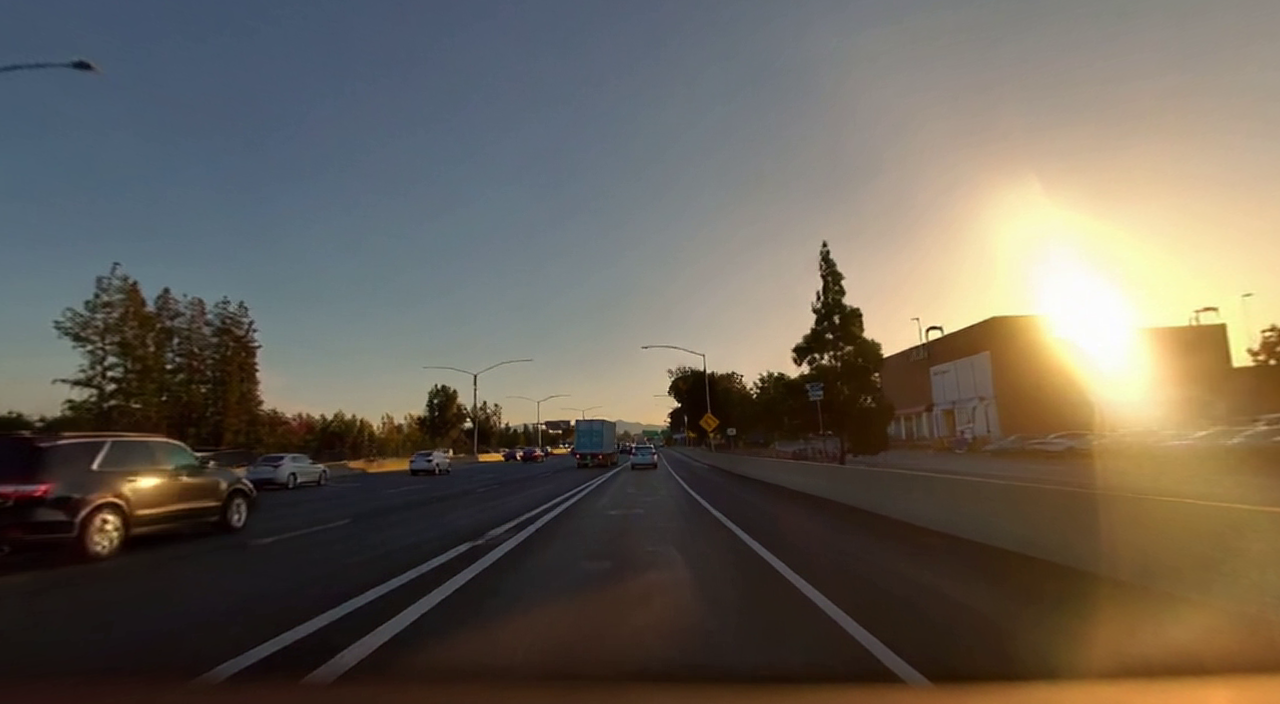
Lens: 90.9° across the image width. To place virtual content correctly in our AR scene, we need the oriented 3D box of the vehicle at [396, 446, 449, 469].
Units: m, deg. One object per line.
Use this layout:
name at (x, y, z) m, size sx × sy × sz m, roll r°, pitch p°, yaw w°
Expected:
vehicle at (-16.645, 8.076, 48.518) m, size 2.076 × 1.709 × 4.893 m, roll -1°, pitch -8°, yaw 3°

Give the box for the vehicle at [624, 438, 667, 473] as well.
vehicle at (0.290, 5.786, 35.401) m, size 2.227 × 1.794 × 4.646 m, roll 0°, pitch -8°, yaw 0°

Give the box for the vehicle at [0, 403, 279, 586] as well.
vehicle at (-7.739, 1.843, 8.960) m, size 2.165 × 1.903 × 4.917 m, roll 0°, pitch -8°, yaw 2°

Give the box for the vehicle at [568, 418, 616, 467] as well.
vehicle at (-3.511, 6.976, 48.765) m, size 2.796 × 3.426 × 8.553 m, roll 0°, pitch -8°, yaw 2°
